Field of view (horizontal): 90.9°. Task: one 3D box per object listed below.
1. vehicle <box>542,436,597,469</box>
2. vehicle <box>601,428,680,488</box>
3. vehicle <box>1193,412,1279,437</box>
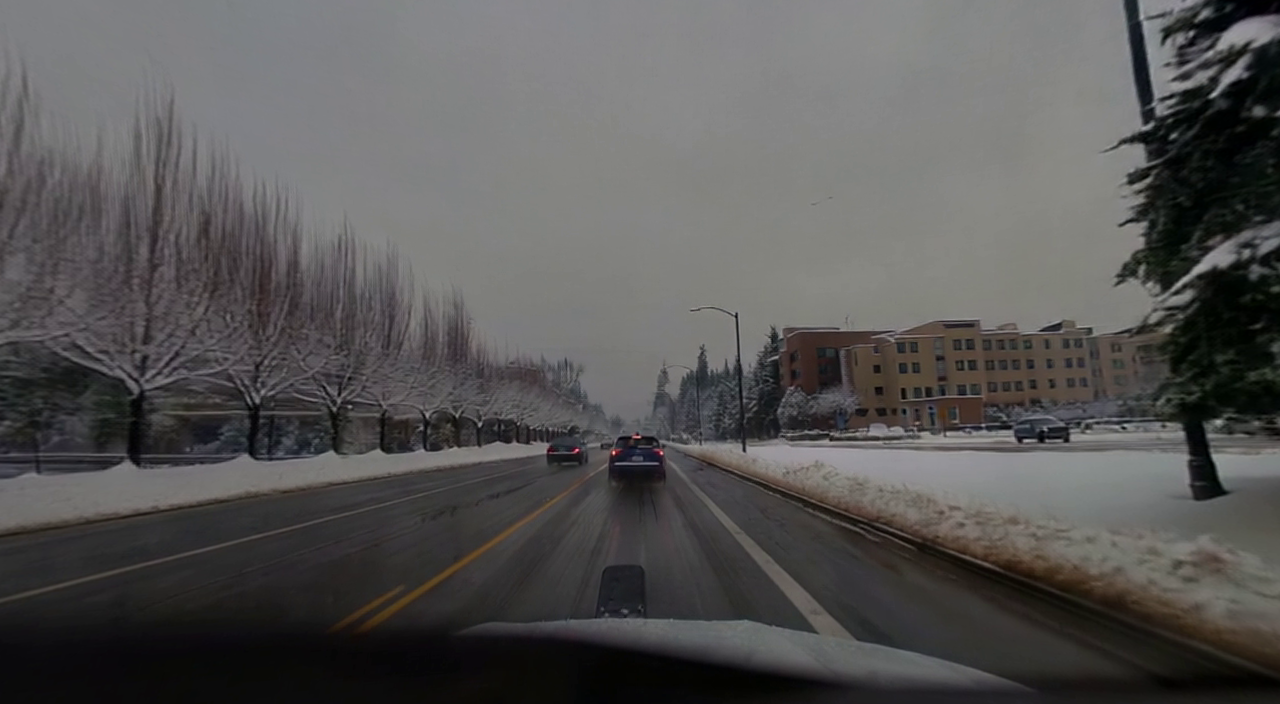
[{"bbox_3d":[-3.370,4.931,31.155,1.942,1.462,4.905,-1,-8,2],"label":"vehicle"},{"bbox_3d":[0.015,3.263,19.673,2.199,1.652,4.101,0,-8,0],"label":"vehicle"},{"bbox_3d":[45.069,5.476,47.366,4.851,1.673,1.912,-5,-10,31],"label":"vehicle"}]
